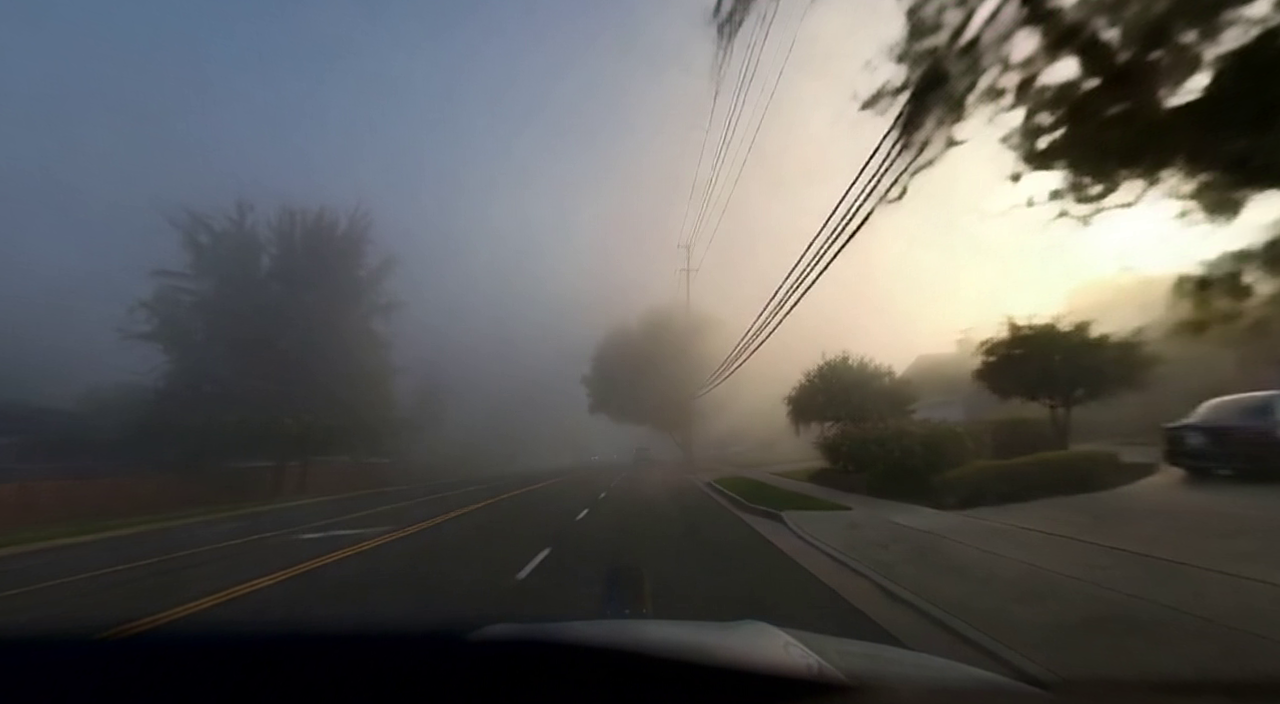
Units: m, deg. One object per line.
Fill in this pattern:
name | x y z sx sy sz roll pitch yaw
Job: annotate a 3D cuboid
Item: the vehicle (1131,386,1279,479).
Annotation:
vehicle | 11.427 1.407 11.096 3.992 1.486 1.727 -1 -9 1
